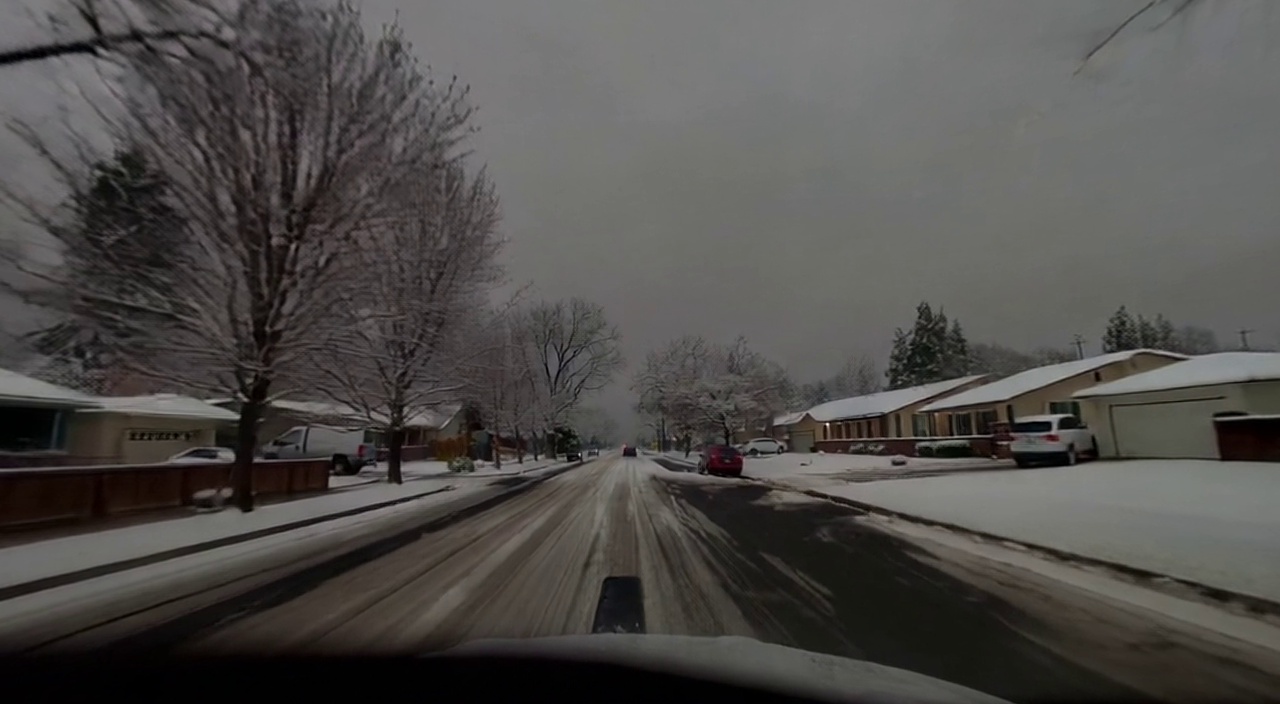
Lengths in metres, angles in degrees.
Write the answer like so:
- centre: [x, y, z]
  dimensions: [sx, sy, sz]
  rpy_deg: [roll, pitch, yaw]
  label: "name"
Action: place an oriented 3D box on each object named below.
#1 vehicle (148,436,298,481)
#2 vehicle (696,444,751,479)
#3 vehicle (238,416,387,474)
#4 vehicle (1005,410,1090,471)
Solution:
- centre: [-15.825, 4.044, 24.146]
  dimensions: [2.018, 1.534, 4.253]
  rpy_deg: [-5, -10, 27]
  label: "vehicle"
- centre: [3.833, 5.106, 29.611]
  dimensions: [2.011, 1.521, 4.292]
  rpy_deg: [0, -9, 1]
  label: "vehicle"
- centre: [-16.805, 4.830, 32.478]
  dimensions: [6.381, 2.645, 2.703]
  rpy_deg: [-3, -9, 10]
  label: "vehicle"
- centre: [14.820, 3.234, 22.939]
  dimensions: [2.222, 1.963, 4.670]
  rpy_deg: [-6, -10, 32]
  label: "vehicle"
